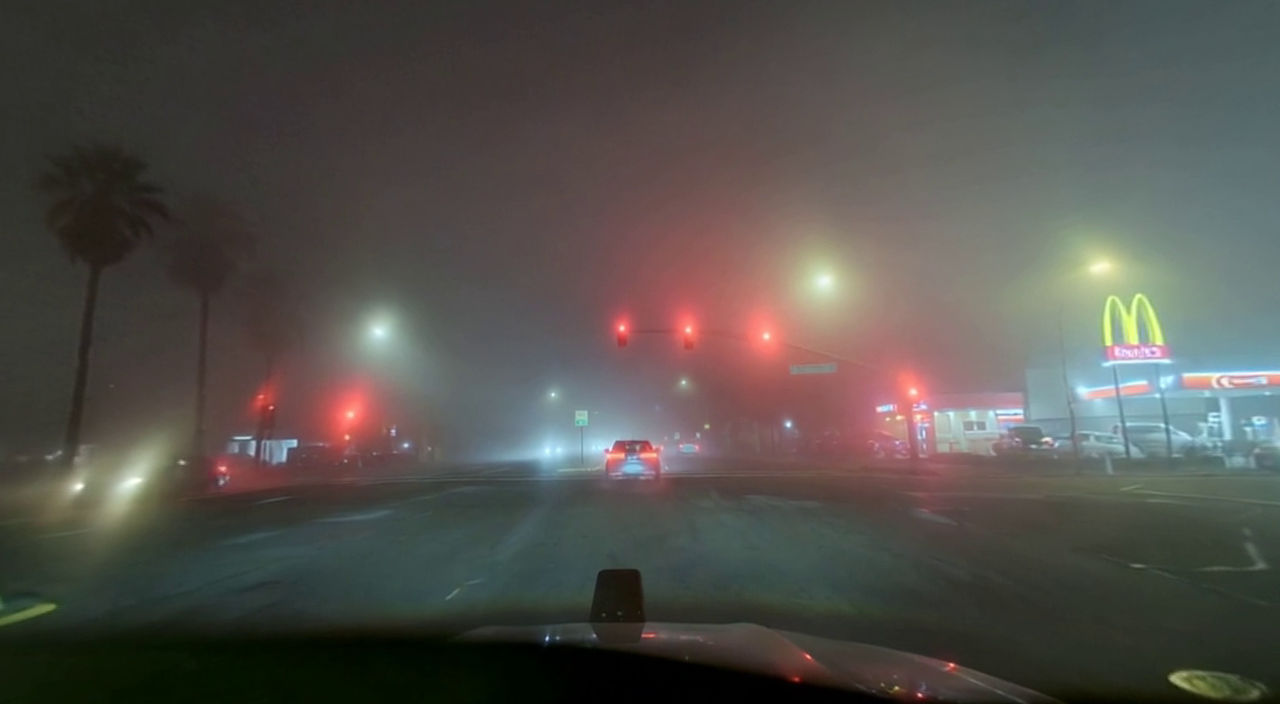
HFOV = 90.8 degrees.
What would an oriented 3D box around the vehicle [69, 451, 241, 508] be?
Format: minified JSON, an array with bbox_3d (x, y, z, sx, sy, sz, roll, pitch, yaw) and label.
[{"bbox_3d":[-15.282,3.997,20.318,1.896,1.508,4.659,0,-8,-1],"label":"vehicle"}]

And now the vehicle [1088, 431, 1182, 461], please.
[{"bbox_3d":[26.248,4.989,33.664,1.923,1.501,3.849,0,-8,2],"label":"vehicle"}]

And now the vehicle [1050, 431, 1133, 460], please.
[{"bbox_3d":[24.159,5.008,33.968,1.738,1.462,3.609,0,-8,0],"label":"vehicle"}]

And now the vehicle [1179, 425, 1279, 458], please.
[{"bbox_3d":[31.767,4.785,33.808,1.903,1.630,4.320,0,-8,-2],"label":"vehicle"}]

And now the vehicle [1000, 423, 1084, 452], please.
[{"bbox_3d":[24.452,5.227,38.556,3.783,1.560,1.853,-4,-9,10],"label":"vehicle"}]

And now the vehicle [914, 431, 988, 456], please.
[{"bbox_3d":[19.464,5.747,39.701,3.833,1.495,1.892,-3,-9,17],"label":"vehicle"}]

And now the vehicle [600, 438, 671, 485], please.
[{"bbox_3d":[-0.179,3.862,22.666,2.270,1.475,4.571,0,-8,-1],"label":"vehicle"}]
